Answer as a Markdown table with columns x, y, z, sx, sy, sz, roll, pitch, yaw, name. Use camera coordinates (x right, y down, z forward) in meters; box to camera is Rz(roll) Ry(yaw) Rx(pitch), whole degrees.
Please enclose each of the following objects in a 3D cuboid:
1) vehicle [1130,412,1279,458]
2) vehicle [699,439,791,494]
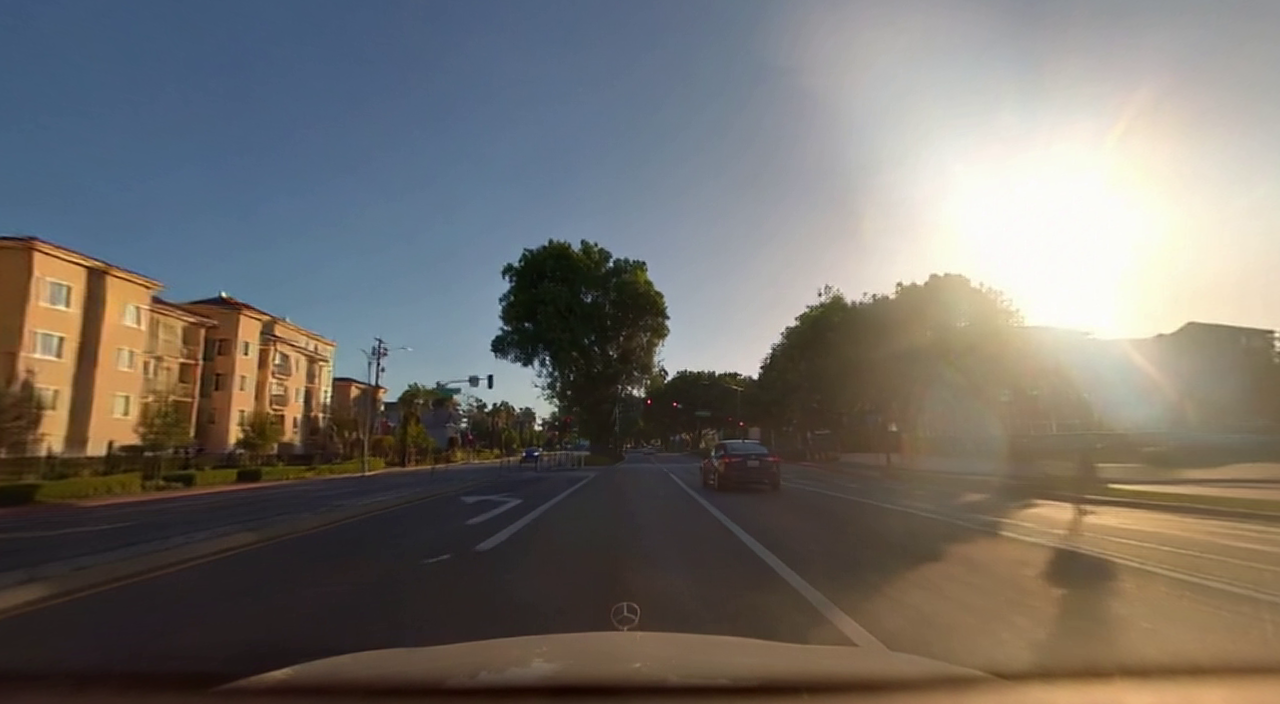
| x | y | z | sx | sy | sz | roll | pitch | yaw | name |
| --- | --- | --- | --- | --- | --- | --- | --- | --- | --- |
| 22.898 | 3.406 | 25.758 | 4.077 | 1.771 | 2.032 | 0 | -8 | 0 | vehicle |
| 3.014 | 3.394 | 19.160 | 1.964 | 1.448 | 4.295 | 0 | -8 | -1 | vehicle |
